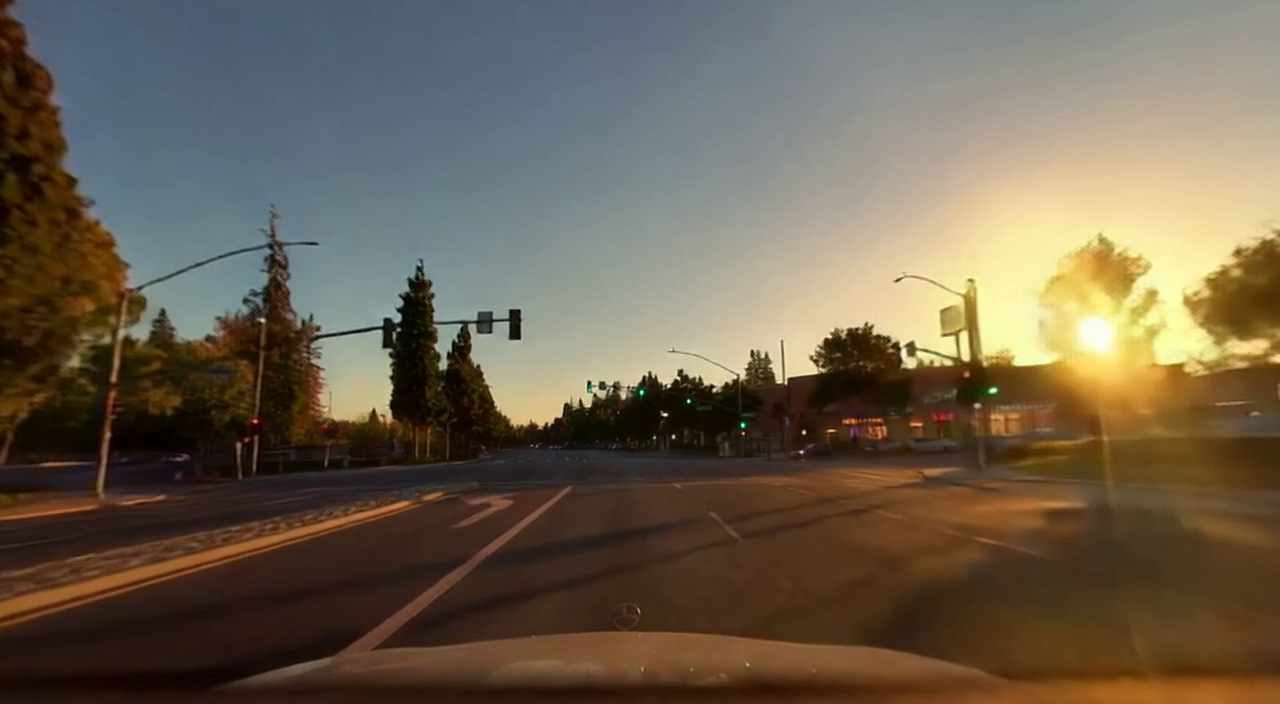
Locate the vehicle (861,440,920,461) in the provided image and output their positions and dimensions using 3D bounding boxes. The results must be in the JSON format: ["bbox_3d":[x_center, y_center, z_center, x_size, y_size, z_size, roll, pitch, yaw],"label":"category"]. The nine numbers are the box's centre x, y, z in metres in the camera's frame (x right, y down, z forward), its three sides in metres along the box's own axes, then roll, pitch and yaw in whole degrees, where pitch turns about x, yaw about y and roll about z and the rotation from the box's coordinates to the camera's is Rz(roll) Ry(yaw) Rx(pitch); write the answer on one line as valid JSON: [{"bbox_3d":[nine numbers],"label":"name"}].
[{"bbox_3d":[18.978,7.417,47.811,3.942,1.505,1.848,4,-9,-24],"label":"vehicle"}]

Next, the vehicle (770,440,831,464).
[{"bbox_3d":[11.440,7.130,45.111,3.780,1.496,1.867,0,-8,-23],"label":"vehicle"}]
